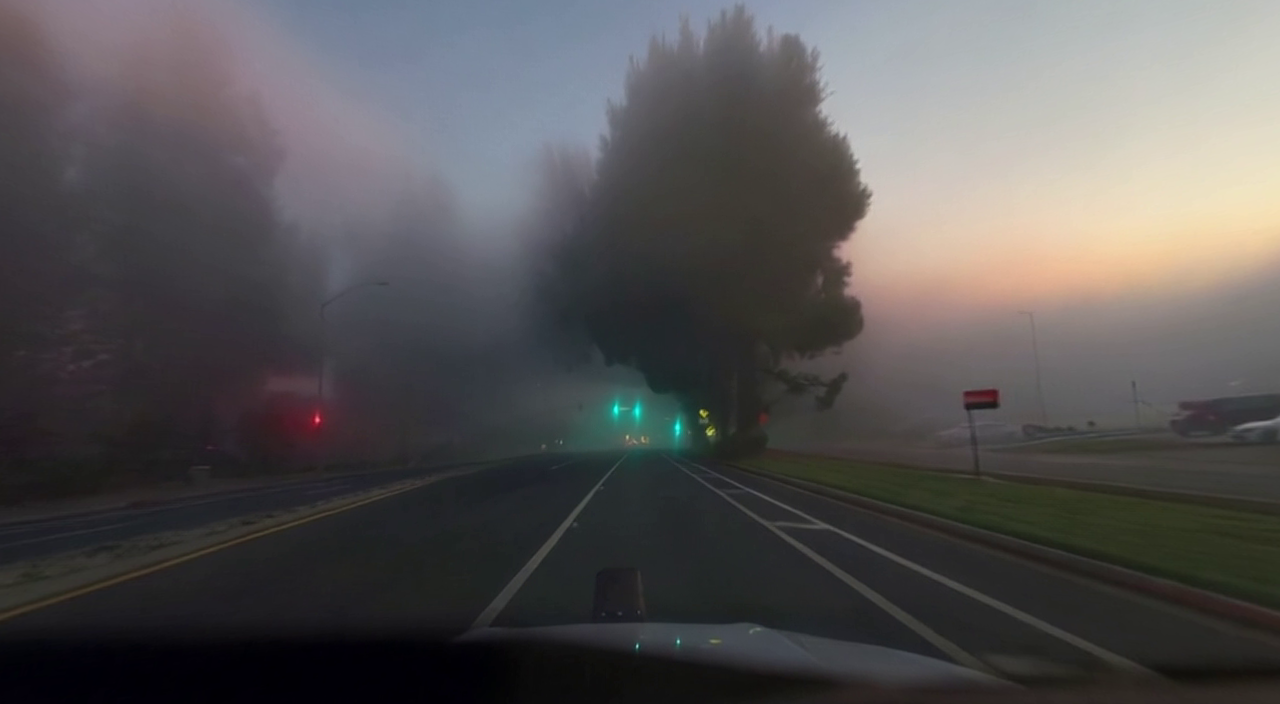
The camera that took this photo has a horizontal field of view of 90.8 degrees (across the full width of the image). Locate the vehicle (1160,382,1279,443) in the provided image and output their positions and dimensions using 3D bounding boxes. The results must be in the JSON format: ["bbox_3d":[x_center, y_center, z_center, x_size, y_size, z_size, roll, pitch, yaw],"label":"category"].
[{"bbox_3d":[22.752,2.216,23.678,4.512,1.837,2.059,-6,-8,-2],"label":"vehicle"}]

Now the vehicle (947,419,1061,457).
[{"bbox_3d":[15.572,3.731,27.372,1.882,1.446,4.741,0,-8,-4],"label":"vehicle"}]
